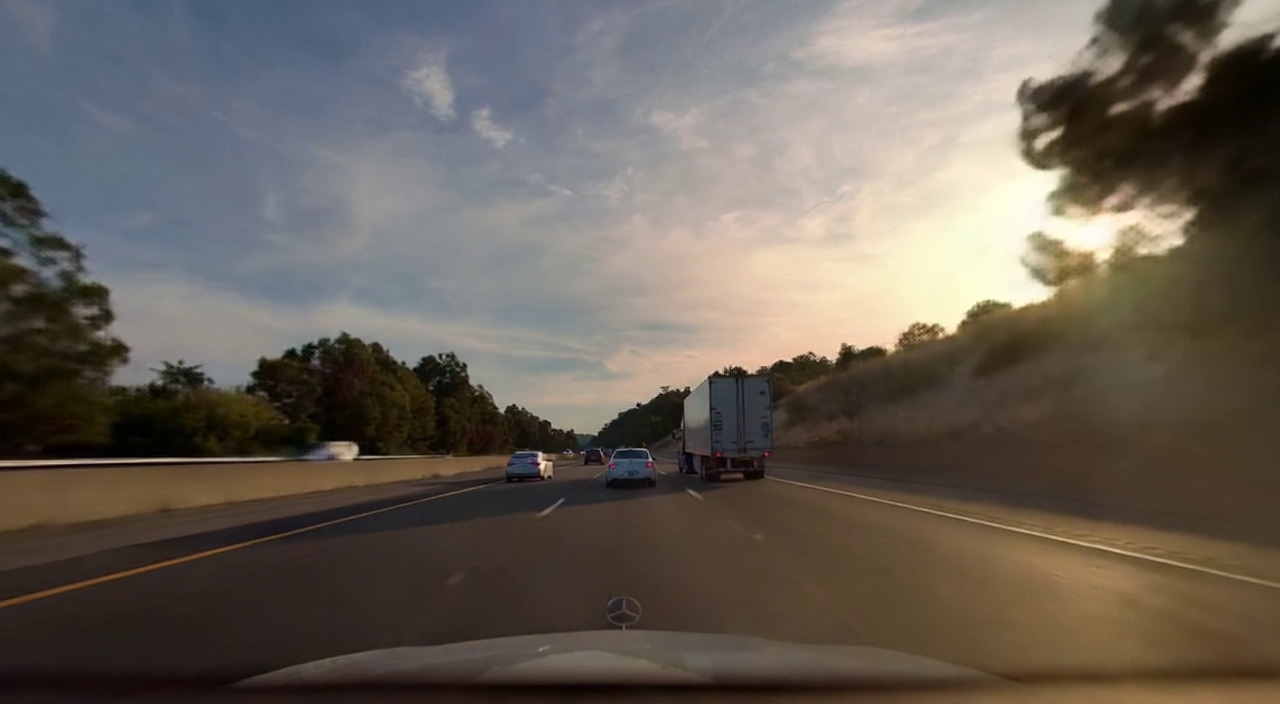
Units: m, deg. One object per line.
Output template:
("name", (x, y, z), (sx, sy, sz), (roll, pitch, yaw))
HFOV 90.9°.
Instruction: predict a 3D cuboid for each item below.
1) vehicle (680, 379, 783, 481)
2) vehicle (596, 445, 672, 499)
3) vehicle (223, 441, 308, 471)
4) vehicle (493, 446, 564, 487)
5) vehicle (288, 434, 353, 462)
("vehicle", (4.144, 4.263, 32.670), (2.905, 4.109, 14.332), (0, -9, -1))
("vehicle", (-0.187, 3.537, 18.955), (2.023, 1.400, 4.028), (0, -9, -1))
("vehicle", (-20.527, 5.720, 34.785), (1.864, 1.501, 4.593), (0, -9, 0))
("vehicle", (-4.292, 4.488, 24.969), (2.017, 1.460, 4.382), (0, -9, 0))
("vehicle", (-20.538, 6.200, 40.739), (1.924, 1.685, 4.356), (0, -9, -1))
